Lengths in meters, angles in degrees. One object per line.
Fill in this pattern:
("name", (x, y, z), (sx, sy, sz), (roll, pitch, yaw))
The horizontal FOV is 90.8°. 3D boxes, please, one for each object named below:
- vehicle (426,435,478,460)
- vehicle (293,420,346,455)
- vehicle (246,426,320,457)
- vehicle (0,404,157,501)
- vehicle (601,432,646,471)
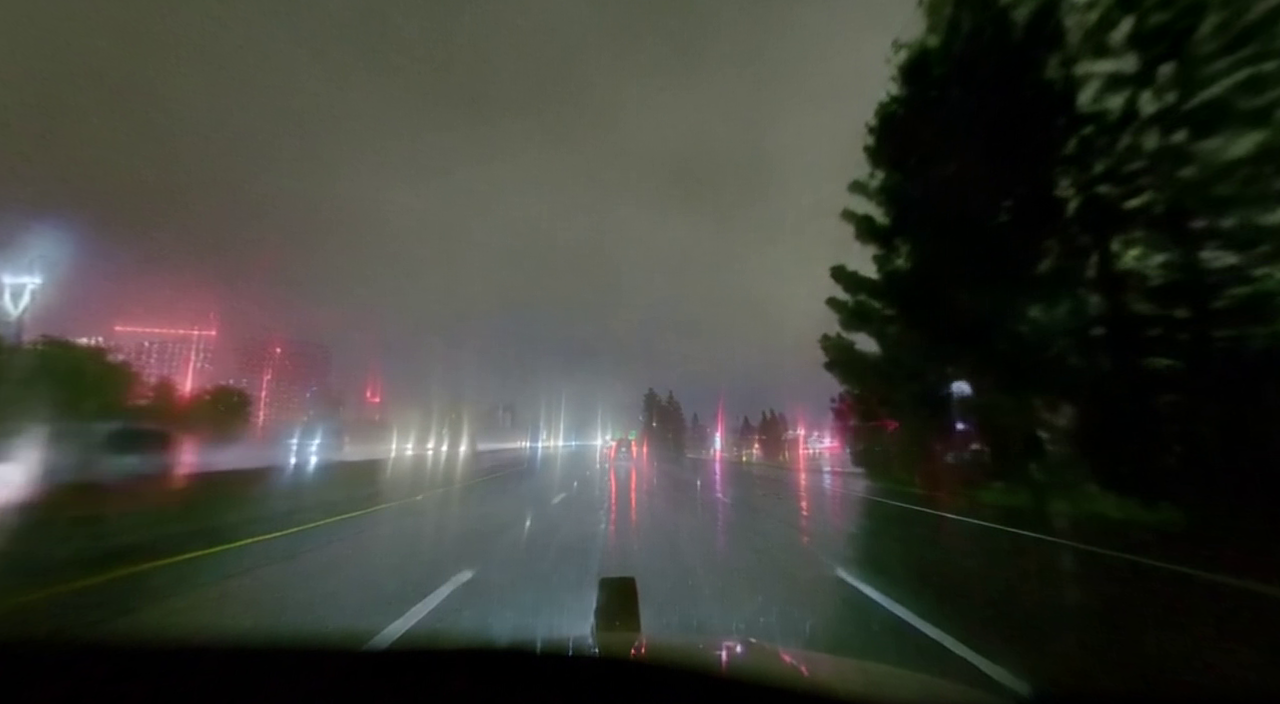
("vehicle", (-12.245, 6.280, 41.475), (2.073, 1.508, 4.703), (0, -9, -2))
("vehicle", (-23.596, 6.333, 46.638), (2.020, 2.495, 3.677), (0, -9, -3))
("vehicle", (-23.320, 5.908, 41.541), (2.041, 1.867, 5.283), (0, -9, -3))
("vehicle", (-11.215, 1.733, 10.905), (2.059, 1.520, 4.674), (0, -9, 0))
("vehicle", (-0.913, 5.213, 33.138), (2.155, 1.856, 4.796), (0, -9, -3))
